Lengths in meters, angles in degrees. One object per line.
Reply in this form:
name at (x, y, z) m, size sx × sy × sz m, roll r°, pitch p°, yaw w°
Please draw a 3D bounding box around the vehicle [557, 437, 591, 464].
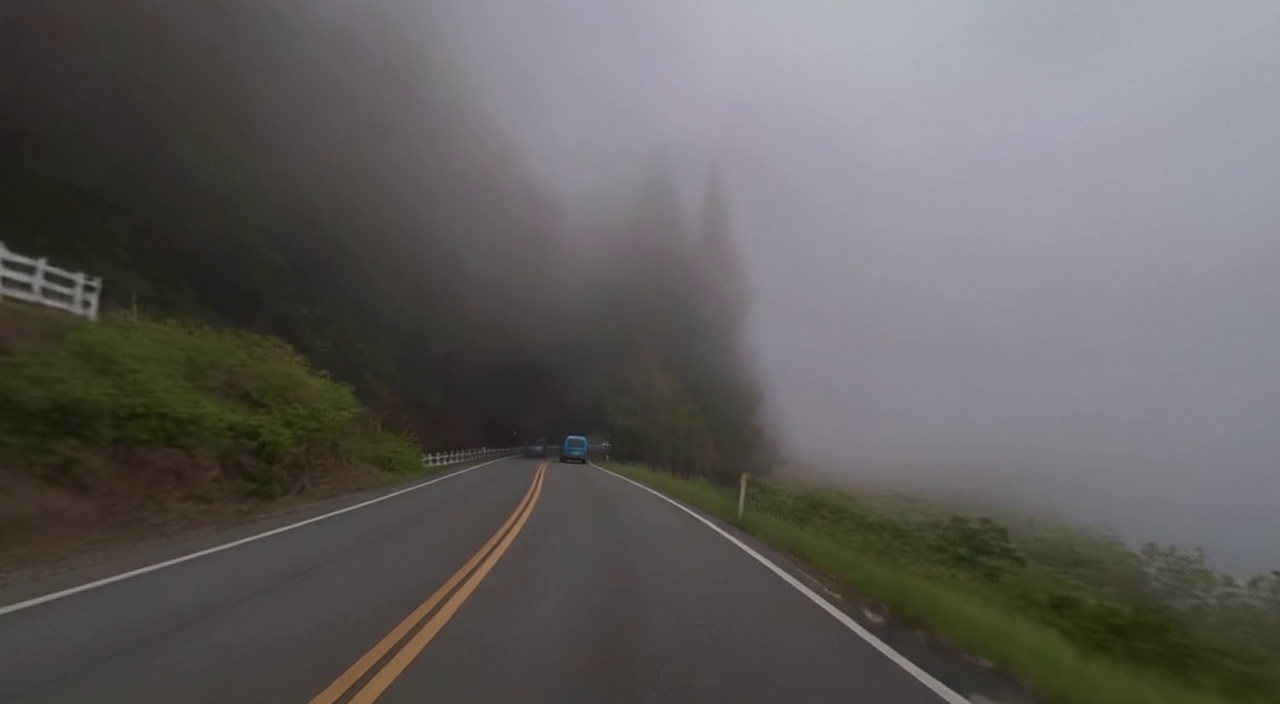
vehicle at (-5.118, 7.494, 48.273) m, size 2.439 × 1.912 × 5.605 m, roll 1°, pitch -9°, yaw -7°
